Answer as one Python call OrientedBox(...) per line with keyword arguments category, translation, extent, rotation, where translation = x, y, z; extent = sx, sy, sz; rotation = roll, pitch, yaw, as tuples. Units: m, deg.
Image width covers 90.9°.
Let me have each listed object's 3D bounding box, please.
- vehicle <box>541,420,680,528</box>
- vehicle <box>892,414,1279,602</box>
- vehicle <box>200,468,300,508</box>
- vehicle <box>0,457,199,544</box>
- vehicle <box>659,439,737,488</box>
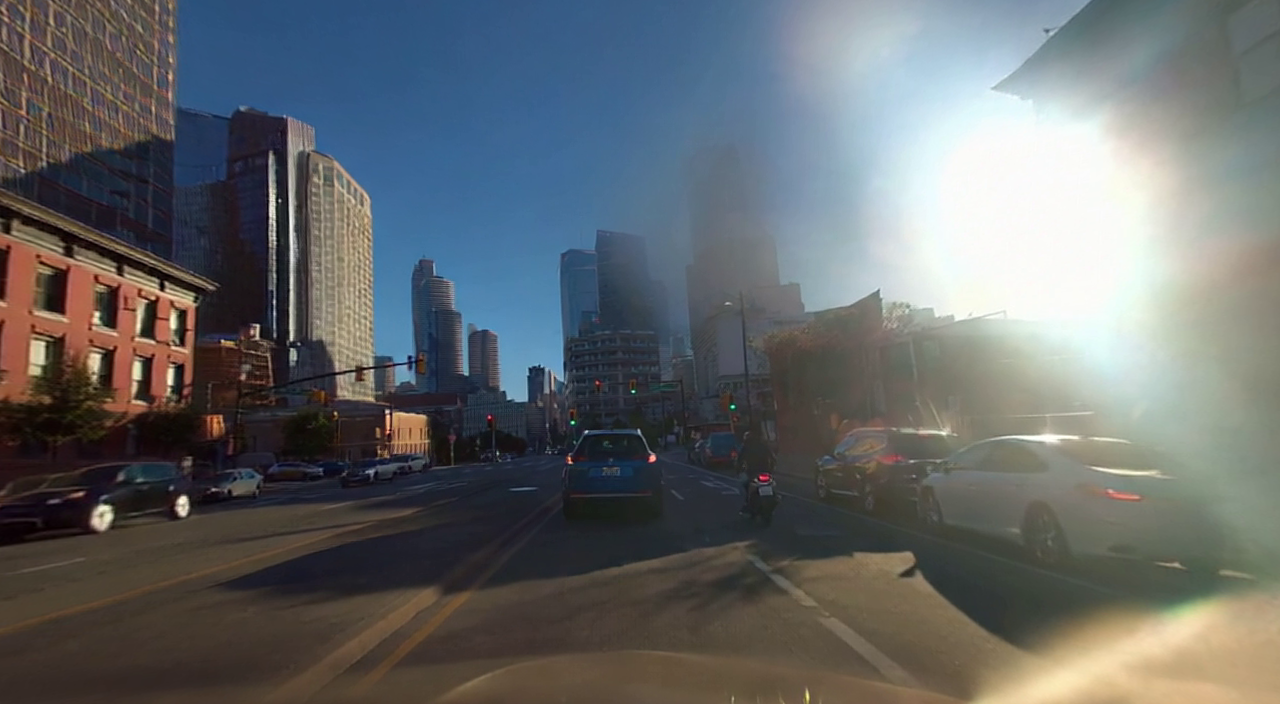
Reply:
OrientedBox(category="vehicle", translation=(-0.522, 2.314, 12.483), extent=(2.265, 1.748, 4.130), rotation=(0, -9, -1))
OrientedBox(category="vehicle", translation=(5.044, 1.639, 7.579), extent=(2.012, 1.532, 4.565), rotation=(0, -9, -2))
OrientedBox(category="vehicle", translation=(-18.427, 6.404, 30.082), extent=(2.038, 1.607, 4.348), rotation=(1, -9, -2))
OrientedBox(category="vehicle", translation=(-14.315, 3.717, 16.494), extent=(2.267, 1.831, 4.702), rotation=(0, -9, -3))
OrientedBox(category="vehicle", translation=(1.903, 3.857, 22.123), extent=(2.101, 1.507, 4.355), rotation=(0, -9, -3))
